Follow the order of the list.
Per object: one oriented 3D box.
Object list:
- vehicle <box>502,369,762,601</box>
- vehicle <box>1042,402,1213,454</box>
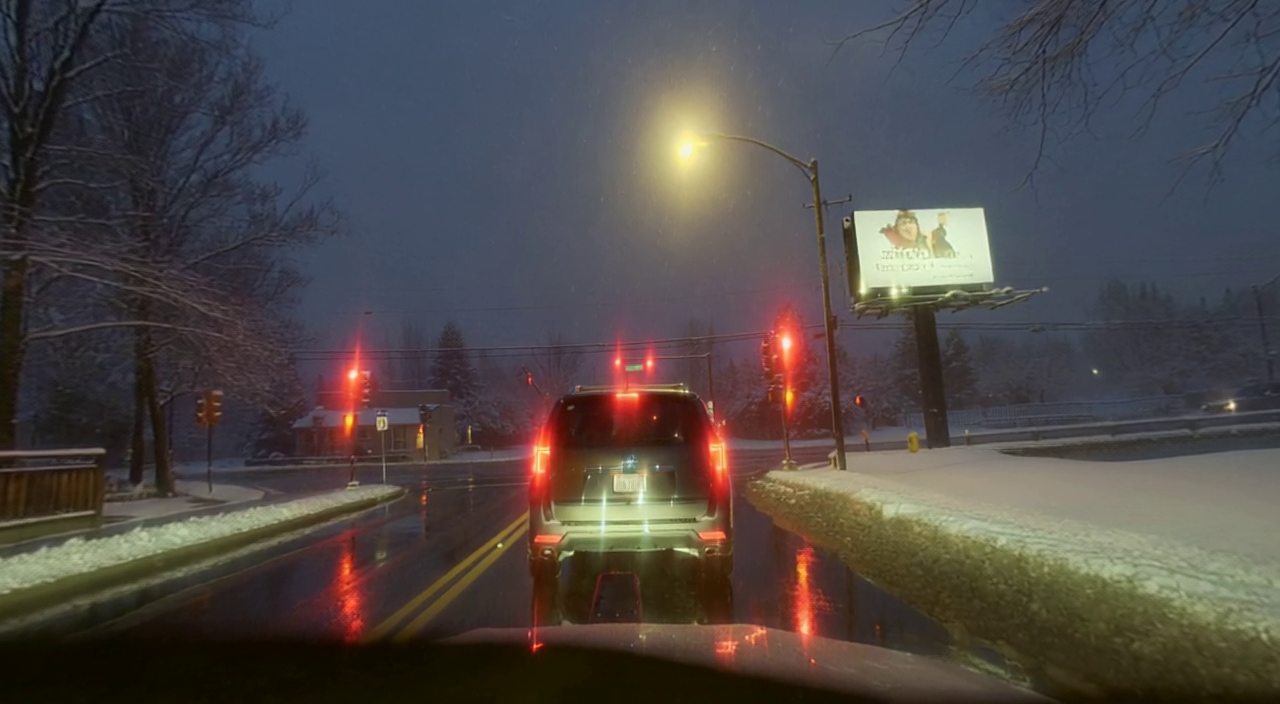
[{"bbox_3d":[-0.063,1.374,7.212,2.142,1.904,3.816,-1,-8,0],"label":"vehicle"},{"bbox_3d":[15.270,2.446,19.940,3.750,1.502,1.781,-2,-8,13],"label":"vehicle"}]
